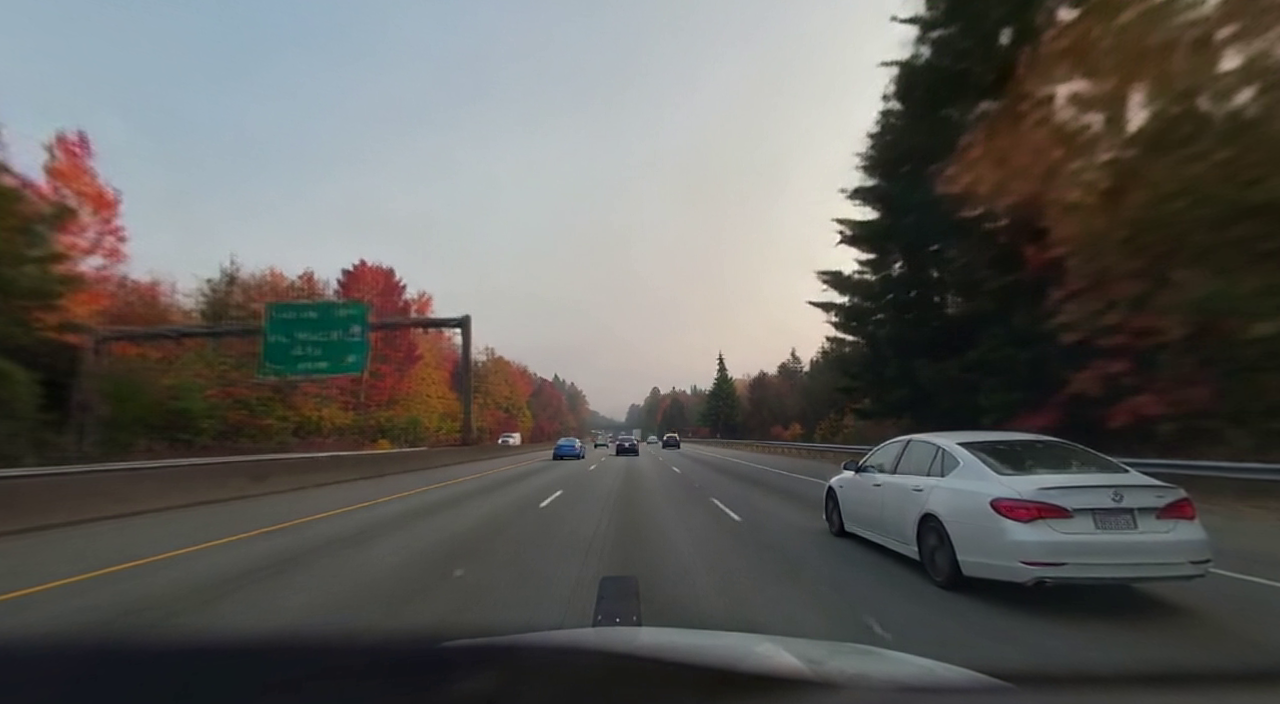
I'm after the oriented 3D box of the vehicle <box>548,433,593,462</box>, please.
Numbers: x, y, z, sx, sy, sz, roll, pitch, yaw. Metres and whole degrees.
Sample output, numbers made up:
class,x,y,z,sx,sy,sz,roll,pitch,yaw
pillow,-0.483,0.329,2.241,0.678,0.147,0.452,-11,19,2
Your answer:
class,x,y,z,sx,sy,sz,roll,pitch,yaw
vehicle,-3.933,5.473,36.247,2.103,1.507,4.367,0,-8,0
